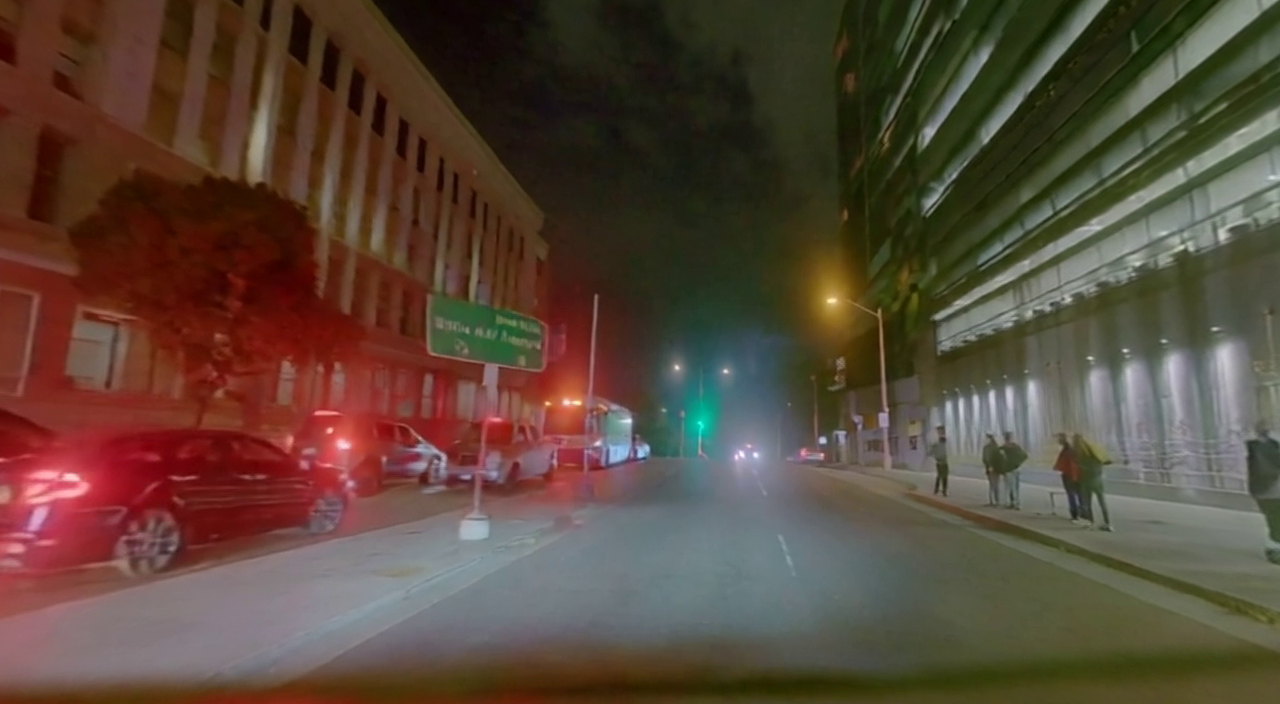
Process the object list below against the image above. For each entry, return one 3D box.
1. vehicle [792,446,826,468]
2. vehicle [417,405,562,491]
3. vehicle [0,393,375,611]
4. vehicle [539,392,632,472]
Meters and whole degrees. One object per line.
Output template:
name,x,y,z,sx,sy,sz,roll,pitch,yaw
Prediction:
vehicle,12.926,8.018,48.409,1.888,1.536,4.381,-1,-8,7
vehicle,-3.613,2.455,16.283,1.988,1.855,4.599,-1,-8,9
vehicle,-4.980,1.366,6.614,1.826,1.488,4.628,-2,-8,9
vehicle,-1.913,3.158,24.543,2.268,2.708,5.699,-1,-8,9
